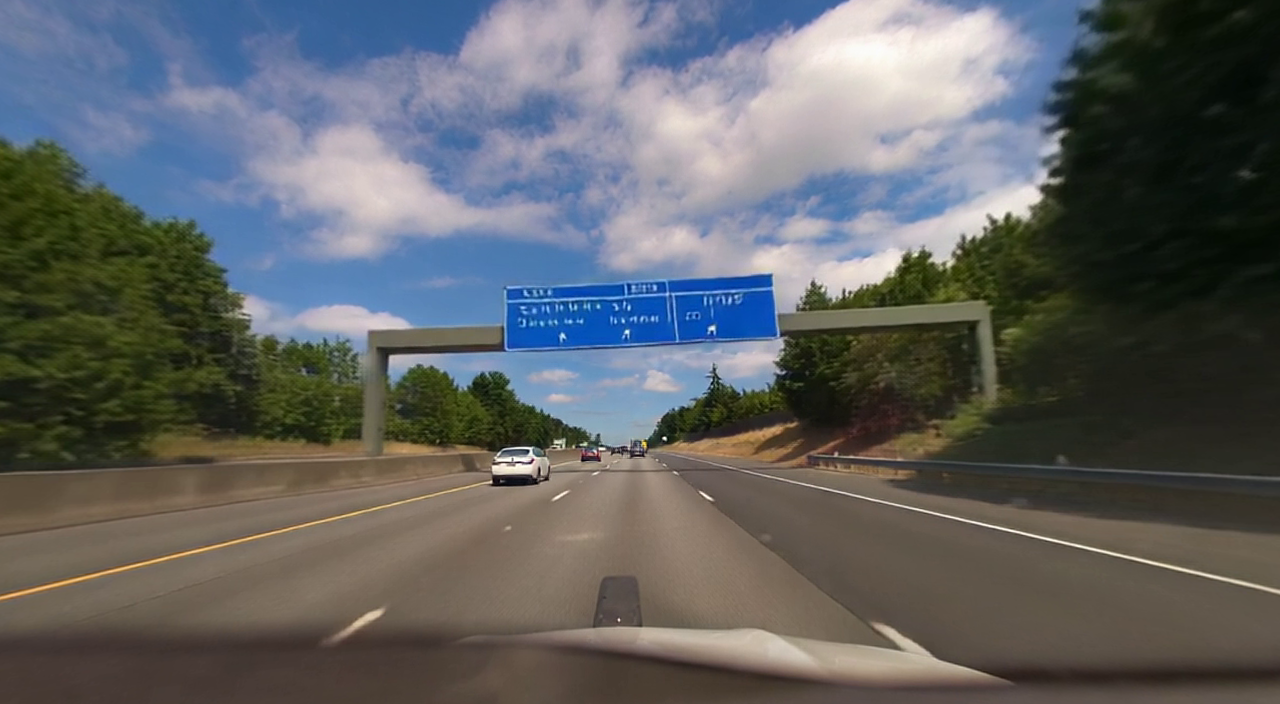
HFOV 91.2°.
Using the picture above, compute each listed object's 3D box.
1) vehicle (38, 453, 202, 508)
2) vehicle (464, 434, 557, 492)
[{"bbox_3d":[-17.094,4.190,20.941,1.874,1.560,4.205,-1,-9,0],"label":"vehicle"},{"bbox_3d":[-4.109,3.611,20.686,2.151,1.693,4.201,-1,-9,0],"label":"vehicle"}]
